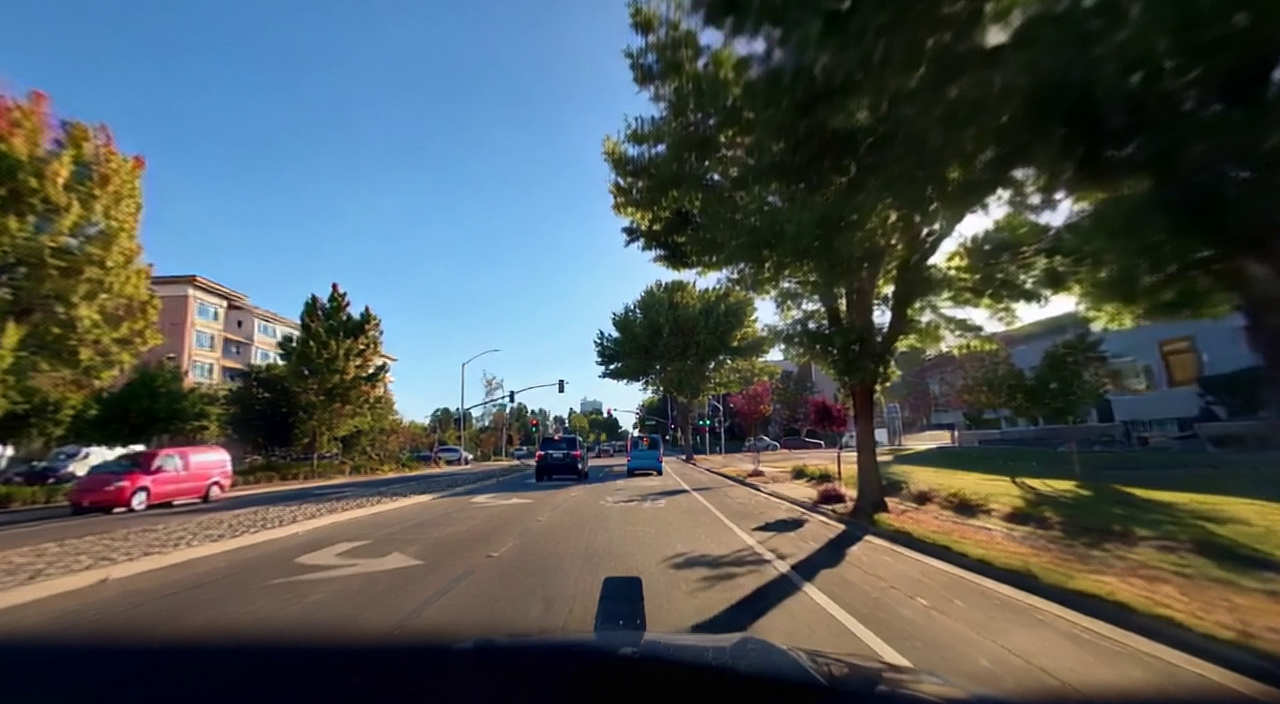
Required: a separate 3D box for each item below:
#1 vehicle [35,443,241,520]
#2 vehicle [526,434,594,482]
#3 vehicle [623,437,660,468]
[{"bbox_3d":[-14.051,3.591,18.171,1.996,1.886,4.692,0,-8,0],"label":"vehicle"},{"bbox_3d":[-3.094,4.200,25.370,2.097,1.755,4.336,0,-8,1],"label":"vehicle"},{"bbox_3d":[0.051,6.081,38.372,2.088,1.735,4.801,0,-8,-1],"label":"vehicle"}]
